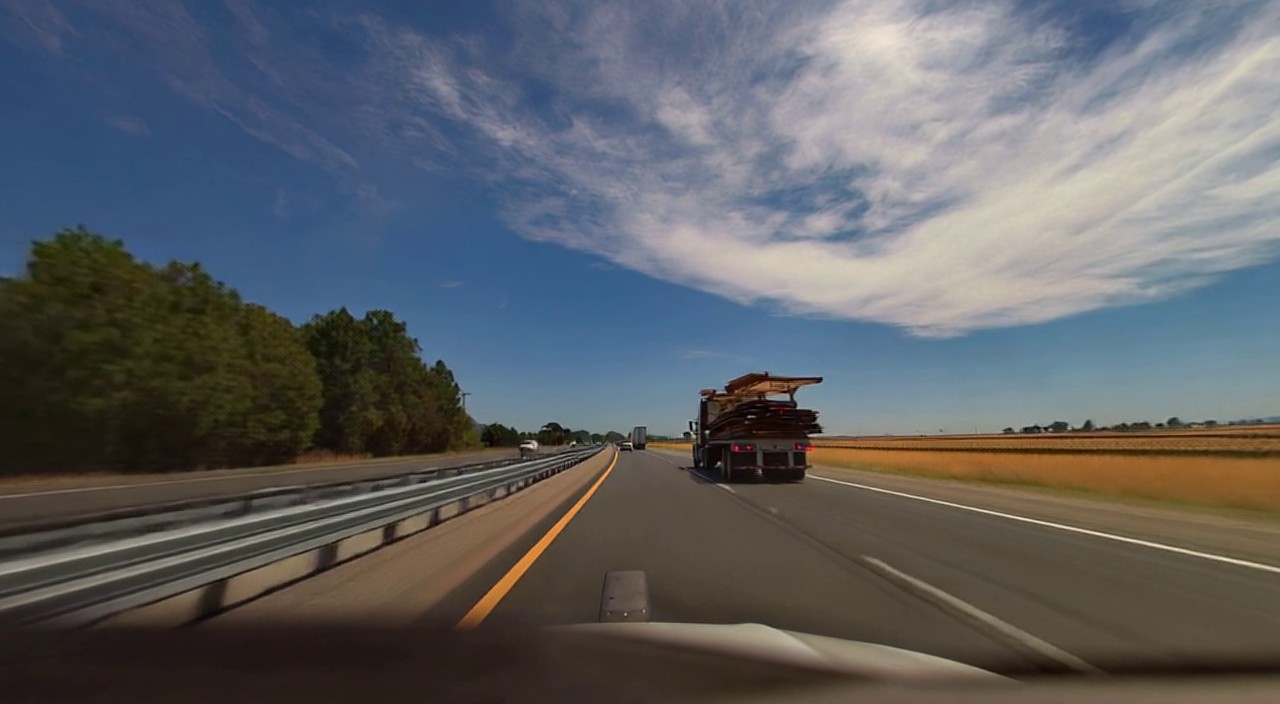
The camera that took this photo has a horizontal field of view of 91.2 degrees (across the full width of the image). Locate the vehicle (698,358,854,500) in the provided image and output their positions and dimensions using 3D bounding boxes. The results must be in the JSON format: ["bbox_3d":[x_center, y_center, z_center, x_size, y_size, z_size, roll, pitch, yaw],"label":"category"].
[{"bbox_3d":[4.684,3.336,26.514,3.023,4.054,16.882,0,-8,1],"label":"vehicle"}]
